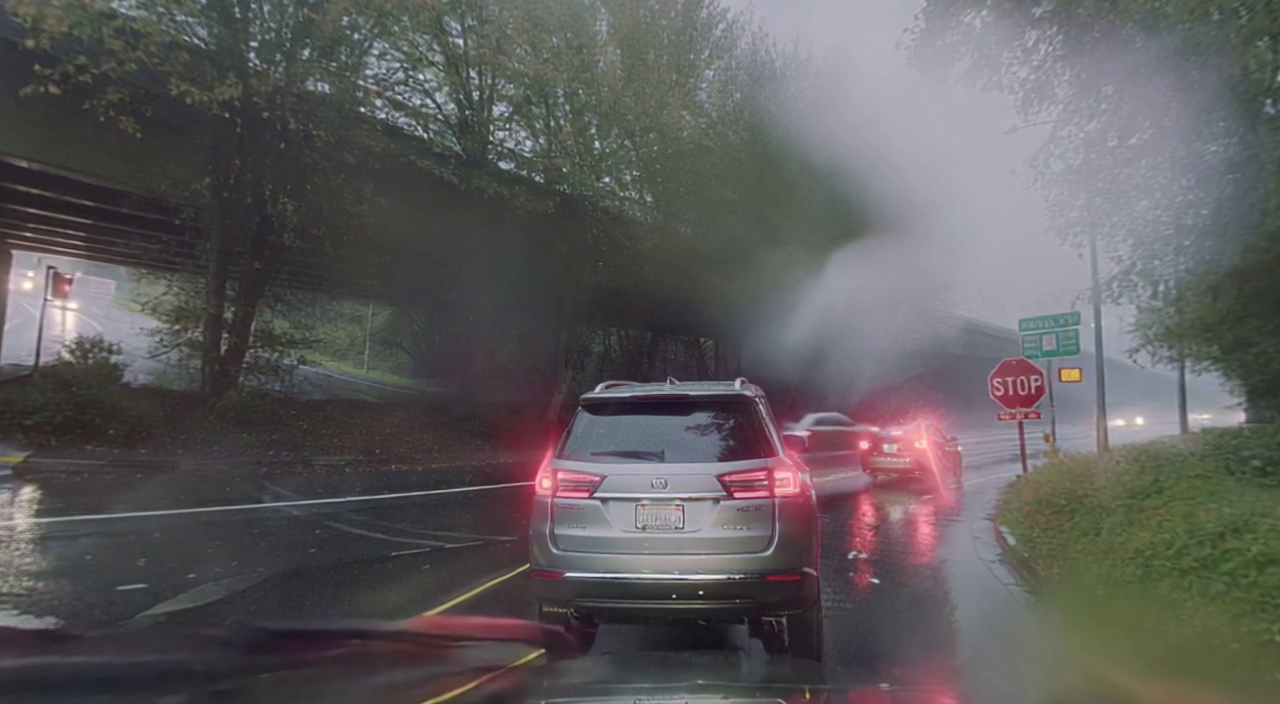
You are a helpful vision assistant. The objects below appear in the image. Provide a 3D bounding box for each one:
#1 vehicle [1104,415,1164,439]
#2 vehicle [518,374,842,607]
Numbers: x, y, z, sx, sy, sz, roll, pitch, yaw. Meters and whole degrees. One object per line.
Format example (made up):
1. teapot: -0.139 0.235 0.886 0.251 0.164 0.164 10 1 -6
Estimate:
1. vehicle: 38.705 5.900 49.419 4.557 1.712 1.913 5 -10 -29
2. vehicle: 0.306 1.398 7.139 2.494 1.804 4.336 0 -9 0
